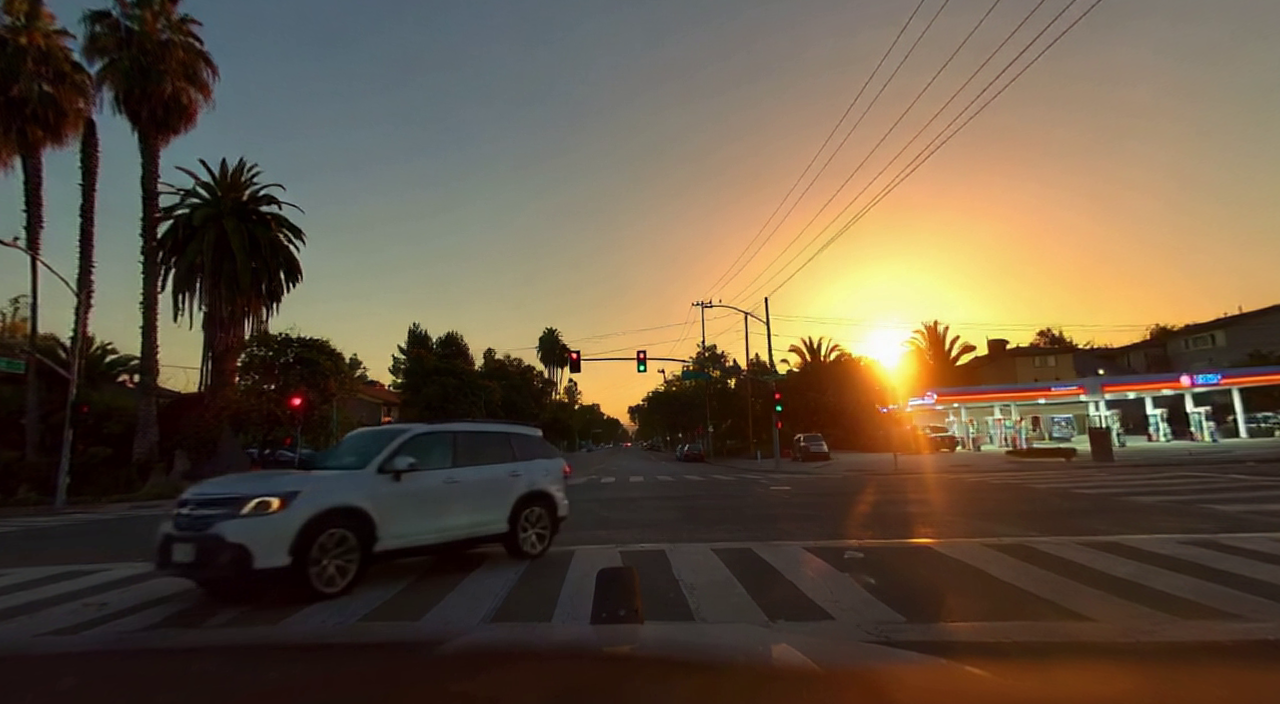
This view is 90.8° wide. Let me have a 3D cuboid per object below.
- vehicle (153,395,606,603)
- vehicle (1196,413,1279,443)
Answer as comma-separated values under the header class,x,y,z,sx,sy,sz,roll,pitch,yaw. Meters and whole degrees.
class,x,y,z,sx,sy,sz,roll,pitch,yaw
vehicle,-2.840,1.680,8.237,1.952,1.817,5.086,-7,-11,37
vehicle,38.299,4.792,39.967,4.488,1.447,1.765,-5,-8,-1
